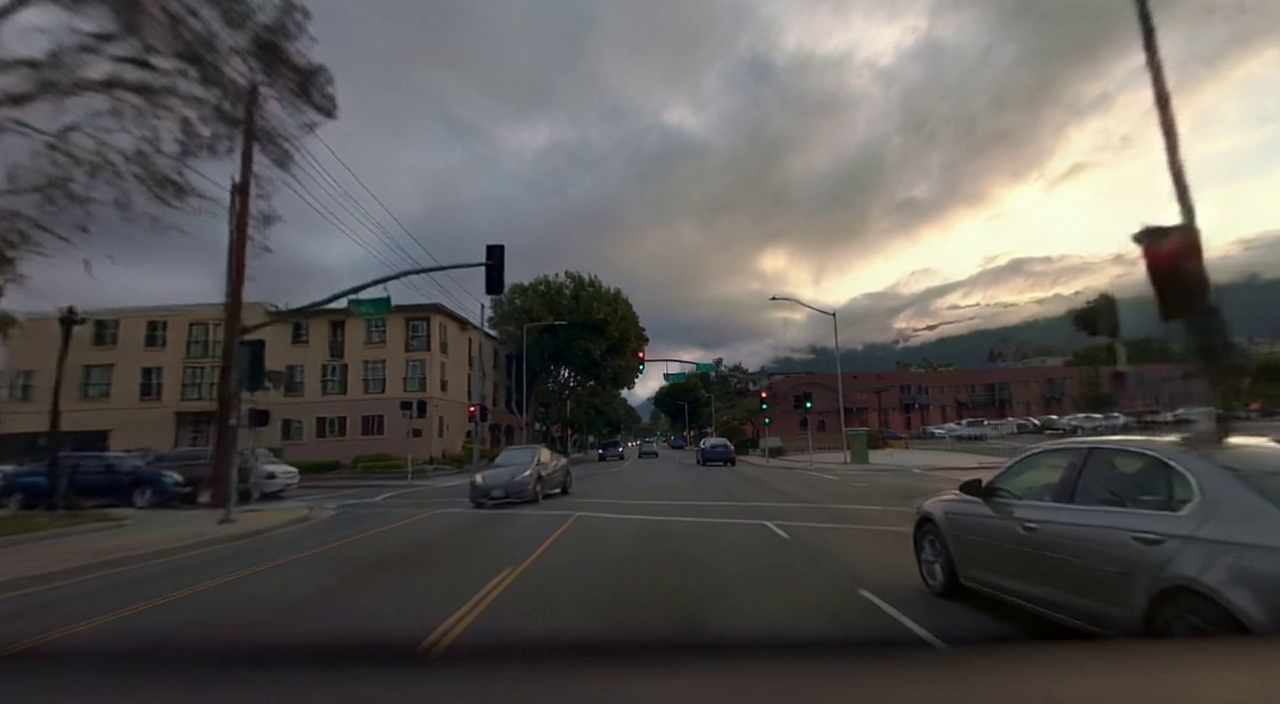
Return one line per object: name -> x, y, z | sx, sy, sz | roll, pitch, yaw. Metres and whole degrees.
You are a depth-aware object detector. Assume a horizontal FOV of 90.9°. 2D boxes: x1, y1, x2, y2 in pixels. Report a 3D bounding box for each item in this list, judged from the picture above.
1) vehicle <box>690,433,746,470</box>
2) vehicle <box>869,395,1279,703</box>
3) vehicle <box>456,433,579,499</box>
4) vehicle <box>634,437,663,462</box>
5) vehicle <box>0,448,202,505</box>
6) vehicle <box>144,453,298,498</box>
vehicle -> 3.622, 4.726, 30.044 | 2.035, 1.564, 4.719 | 0, -9, 0
vehicle -> 3.270, 1.117, 3.680 | 2.072, 1.471, 4.834 | 0, -9, 0
vehicle -> -3.427, 3.334, 18.894 | 2.519, 1.689, 5.200 | 0, -9, 1
vehicle -> 0.608, 7.422, 48.190 | 2.118, 1.813, 4.326 | 0, -9, 0
vehicle -> -18.188, 4.146, 21.240 | 5.361, 1.767, 2.179 | -1, -9, 5
vehicle -> -15.953, 4.680, 24.135 | 4.540, 1.546, 2.157 | -1, -9, 8
